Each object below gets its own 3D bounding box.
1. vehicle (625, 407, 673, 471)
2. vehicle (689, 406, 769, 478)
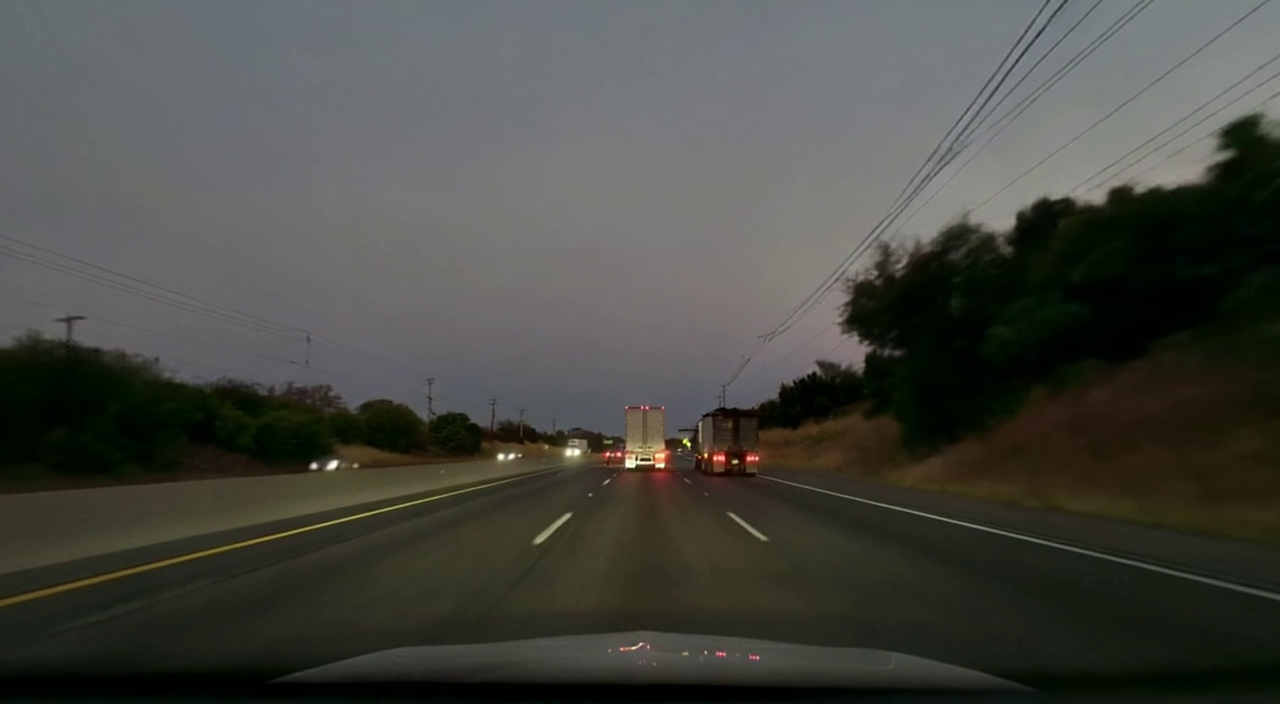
[{"bbox_3d":[0.615,6.568,46.715,2.997,4.076,13.224,0,-9,0],"label":"vehicle"},{"bbox_3d":[4.574,4.966,34.365,2.938,3.378,8.820,0,-9,-1],"label":"vehicle"}]
